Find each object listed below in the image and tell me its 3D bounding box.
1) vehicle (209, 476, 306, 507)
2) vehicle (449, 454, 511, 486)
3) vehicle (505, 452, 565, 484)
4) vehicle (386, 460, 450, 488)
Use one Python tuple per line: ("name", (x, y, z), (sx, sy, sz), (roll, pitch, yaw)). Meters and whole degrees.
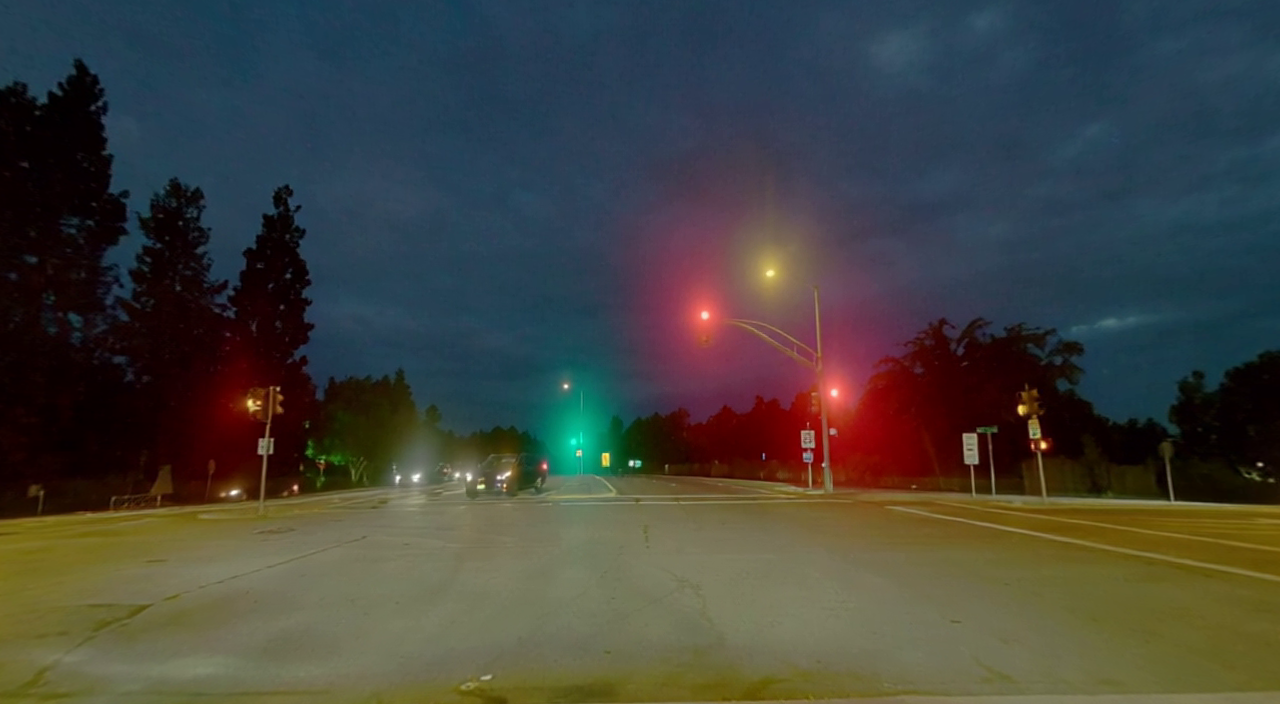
("vehicle", (-22.650, 8.219, 37.427), (4.491, 1.500, 2.029), (8, -12, -43))
("vehicle", (-8.043, 5.975, 32.088), (1.960, 1.433, 4.213), (0, -8, 1))
("vehicle", (-5.237, 5.850, 32.085), (2.107, 1.456, 4.728), (0, -8, 1))
("vehicle", (-15.882, 8.759, 45.406), (2.050, 1.755, 5.135), (-2, -9, 9))
